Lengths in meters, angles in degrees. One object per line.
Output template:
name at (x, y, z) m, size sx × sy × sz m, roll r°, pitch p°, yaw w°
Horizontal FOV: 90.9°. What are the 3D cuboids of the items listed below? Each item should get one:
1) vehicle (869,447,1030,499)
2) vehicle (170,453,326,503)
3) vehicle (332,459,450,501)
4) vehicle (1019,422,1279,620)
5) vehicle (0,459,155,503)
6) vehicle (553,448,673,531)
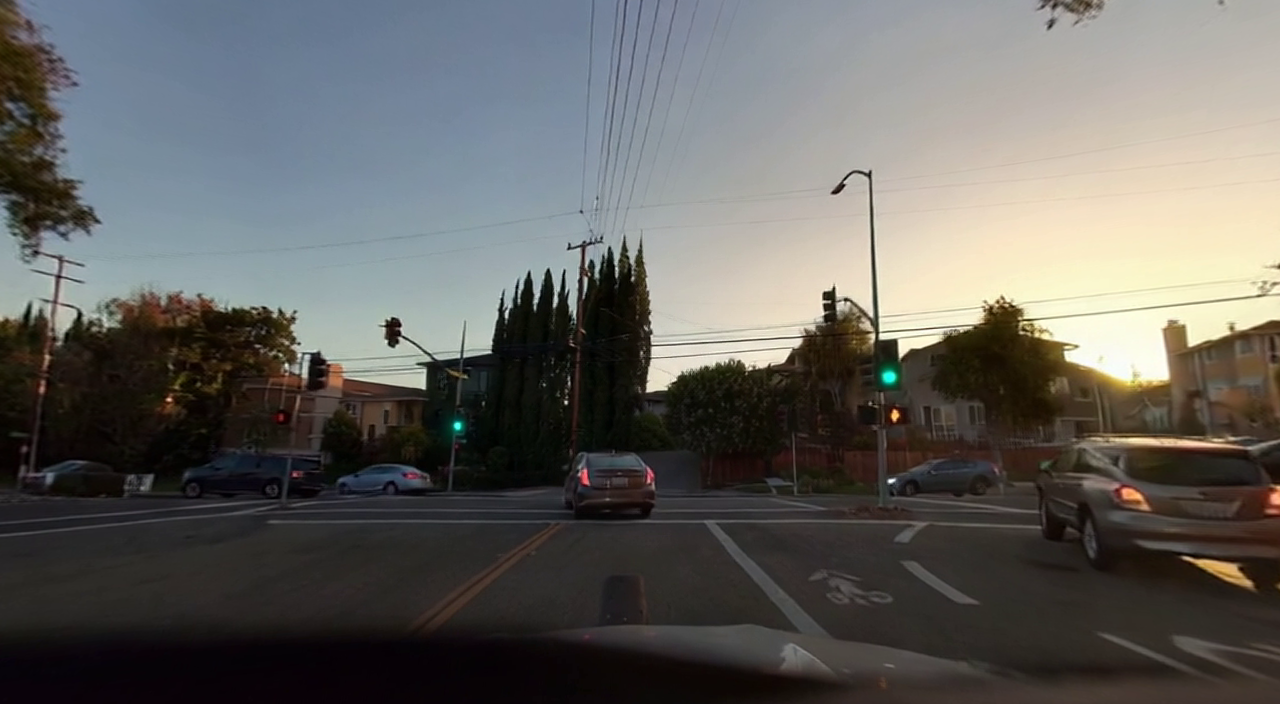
vehicle at (10.827, 4.255, 22.414) m, size 4.600 × 1.722 × 2.074 m, roll -1°, pitch -8°, yaw 6°
vehicle at (-14.124, 4.522, 22.864) m, size 4.485 × 1.625 × 1.980 m, roll -1°, pitch -8°, yaw 9°
vehicle at (-10.378, 5.275, 26.300) m, size 4.343 × 1.492 × 2.063 m, roll -4°, pitch -9°, yaw 24°
vehicle at (6.360, 1.816, 7.822) m, size 1.969 × 1.738 × 4.515 m, roll -3°, pitch -9°, yaw 21°
vehicle at (-21.356, 4.833, 23.854) m, size 4.736 × 1.475 × 1.921 m, roll -1°, pitch -8°, yaw 9°
vehicle at (-0.805, 2.956, 14.278) m, size 2.078 × 1.506 × 4.512 m, roll 2°, pitch -8°, yaw -11°
